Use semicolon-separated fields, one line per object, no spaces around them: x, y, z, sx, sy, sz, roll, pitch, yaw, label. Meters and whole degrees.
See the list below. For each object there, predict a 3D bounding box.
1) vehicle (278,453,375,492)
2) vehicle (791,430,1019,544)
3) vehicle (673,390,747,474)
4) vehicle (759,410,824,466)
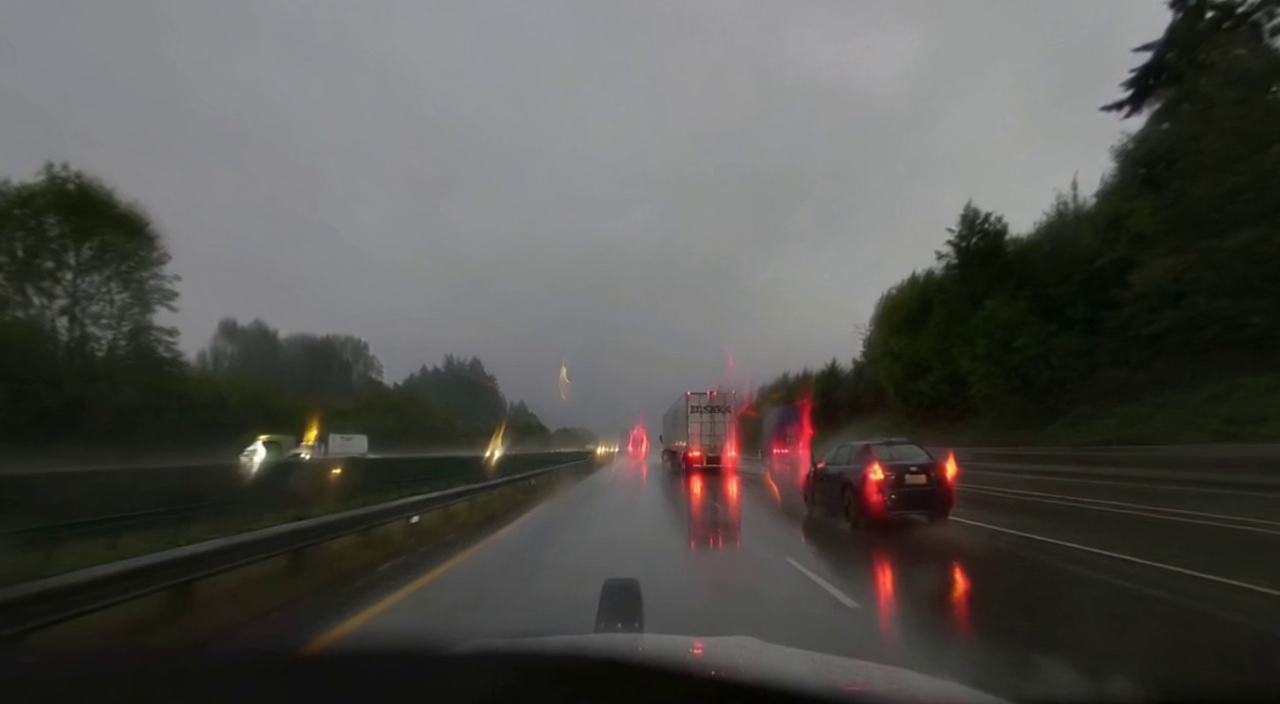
-13.327;5.135;27.011;1.856;1.463;4.508;0;-9;0;vehicle
4.026;2.112;10.407;1.948;1.481;3.955;0;-9;-2;vehicle
3.616;4.608;35.096;3.025;4.010;9.542;0;-9;0;vehicle
11.606;6.800;49.008;2.938;3.990;8.556;0;-9;0;vehicle
